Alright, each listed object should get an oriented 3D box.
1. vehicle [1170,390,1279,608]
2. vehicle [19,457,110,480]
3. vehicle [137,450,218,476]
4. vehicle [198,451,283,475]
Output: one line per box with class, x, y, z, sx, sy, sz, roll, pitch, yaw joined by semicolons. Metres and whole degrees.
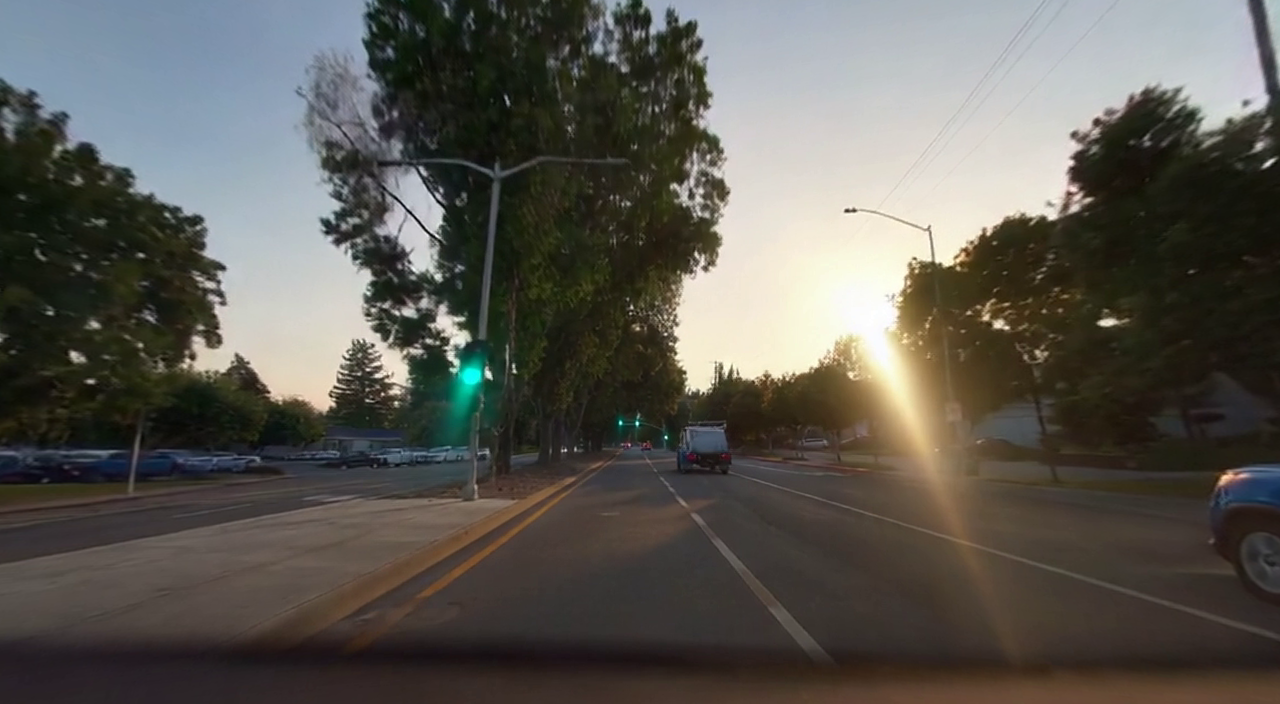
vehicle;6.217;0.992;3.776;2.012;1.754;4.635;0;-8;0
vehicle;-40.884;8.250;44.972;4.364;1.506;1.833;1;-8;-8
vehicle;-34.385;8.216;47.097;4.594;1.801;2.489;5;-10;-35
vehicle;-28.531;7.944;45.209;4.657;1.636;2.059;0;-8;0
